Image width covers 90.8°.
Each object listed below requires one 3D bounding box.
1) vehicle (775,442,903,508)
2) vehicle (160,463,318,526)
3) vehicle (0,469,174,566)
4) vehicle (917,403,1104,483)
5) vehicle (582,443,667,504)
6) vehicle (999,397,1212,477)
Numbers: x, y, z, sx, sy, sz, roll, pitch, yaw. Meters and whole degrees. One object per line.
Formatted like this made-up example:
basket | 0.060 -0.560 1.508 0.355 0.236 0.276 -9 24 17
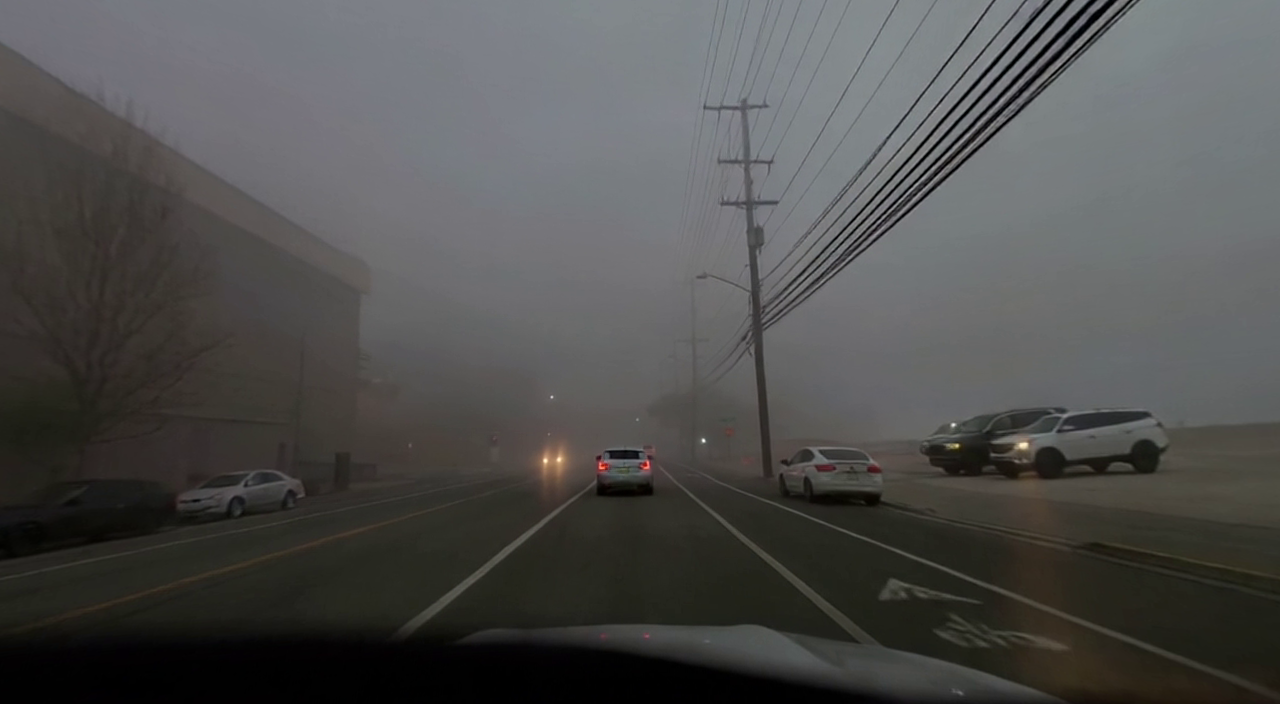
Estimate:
vehicle | 5.220 3.266 17.302 1.937 1.523 4.541 0 -9 -1
vehicle | -11.503 4.080 18.539 1.817 1.480 4.282 0 -9 0
vehicle | -11.683 3.119 12.400 1.828 1.457 4.371 0 -9 -2
vehicle | 11.217 2.872 19.886 2.329 2.145 5.841 0 -8 0
vehicle | -0.397 3.335 17.803 2.116 1.479 3.980 0 -8 0
vehicle | 14.217 2.720 19.921 2.418 2.139 5.365 0 -9 -2
